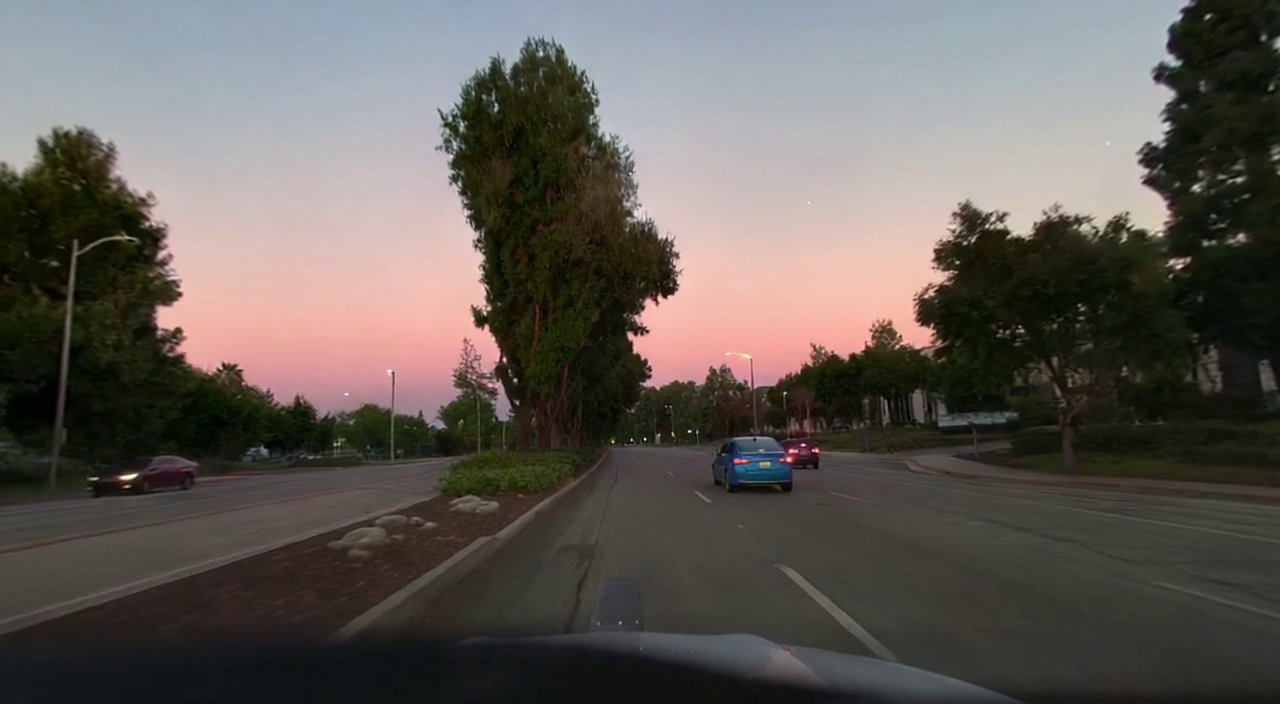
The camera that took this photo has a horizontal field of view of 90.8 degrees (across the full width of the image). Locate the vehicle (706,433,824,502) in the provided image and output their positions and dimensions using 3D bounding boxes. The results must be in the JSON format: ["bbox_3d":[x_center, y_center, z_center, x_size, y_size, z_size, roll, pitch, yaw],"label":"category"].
[{"bbox_3d":[2.928,2.809,15.816,1.950,1.473,4.259,0,-8,-2],"label":"vehicle"}]

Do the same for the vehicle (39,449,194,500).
[{"bbox_3d":[-20.665,4.826,25.303,2.016,1.778,4.804,0,-8,0],"label":"vehicle"}]
